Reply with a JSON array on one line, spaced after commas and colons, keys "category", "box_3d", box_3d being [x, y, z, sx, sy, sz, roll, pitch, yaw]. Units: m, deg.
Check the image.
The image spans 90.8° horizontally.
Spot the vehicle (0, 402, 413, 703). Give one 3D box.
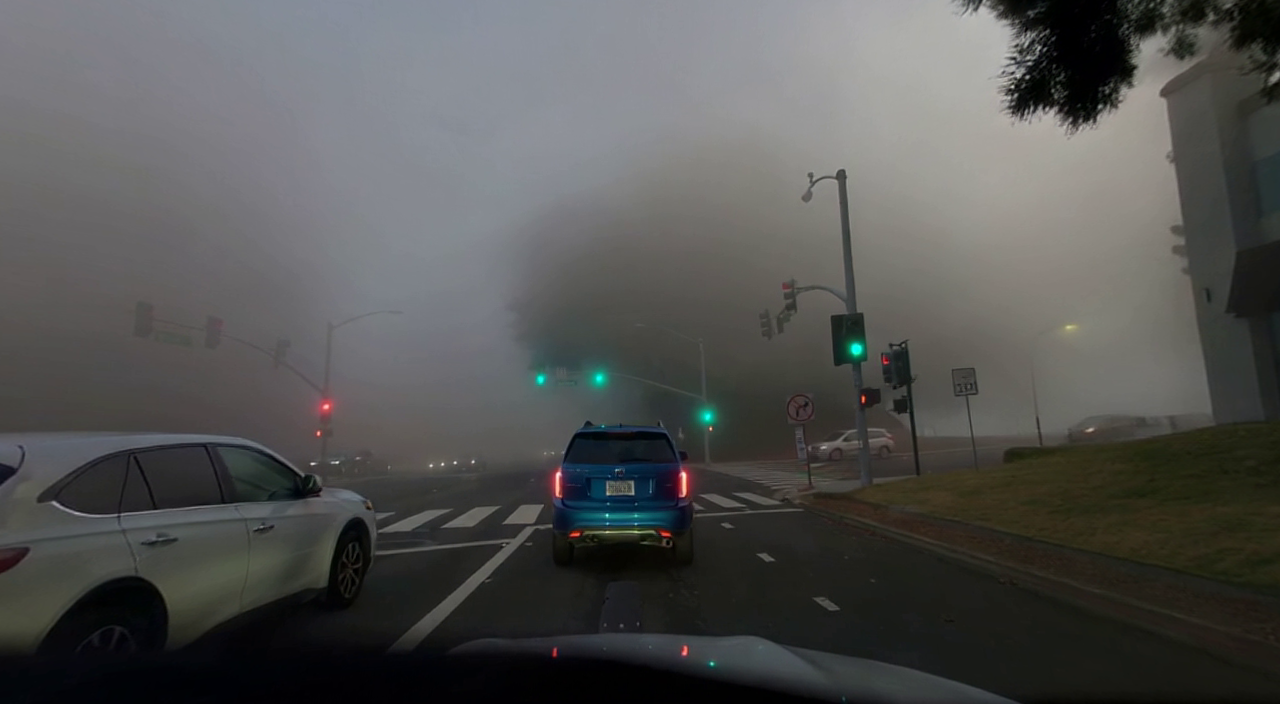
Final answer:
[{"category": "vehicle", "box_3d": [-3.374, 1.264, 4.554, 2.011, 1.527, 4.008, 0, -8, -1]}]

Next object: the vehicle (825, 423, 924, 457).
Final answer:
[{"category": "vehicle", "box_3d": [13.051, 4.910, 35.197, 4.872, 1.806, 2.107, 3, -9, -20]}]

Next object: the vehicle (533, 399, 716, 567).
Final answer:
[{"category": "vehicle", "box_3d": [-0.176, 1.796, 9.343, 2.059, 1.877, 4.249, 0, -8, 0]}]

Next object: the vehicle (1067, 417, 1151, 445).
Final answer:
[{"category": "vehicle", "box_3d": [27.736, 4.693, 37.386, 3.830, 1.545, 2.006, 3, -9, -18]}]

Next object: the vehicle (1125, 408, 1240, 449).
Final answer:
[{"category": "vehicle", "box_3d": [29.383, 4.129, 34.243, 5.215, 1.967, 2.392, 1, -8, -22]}]
